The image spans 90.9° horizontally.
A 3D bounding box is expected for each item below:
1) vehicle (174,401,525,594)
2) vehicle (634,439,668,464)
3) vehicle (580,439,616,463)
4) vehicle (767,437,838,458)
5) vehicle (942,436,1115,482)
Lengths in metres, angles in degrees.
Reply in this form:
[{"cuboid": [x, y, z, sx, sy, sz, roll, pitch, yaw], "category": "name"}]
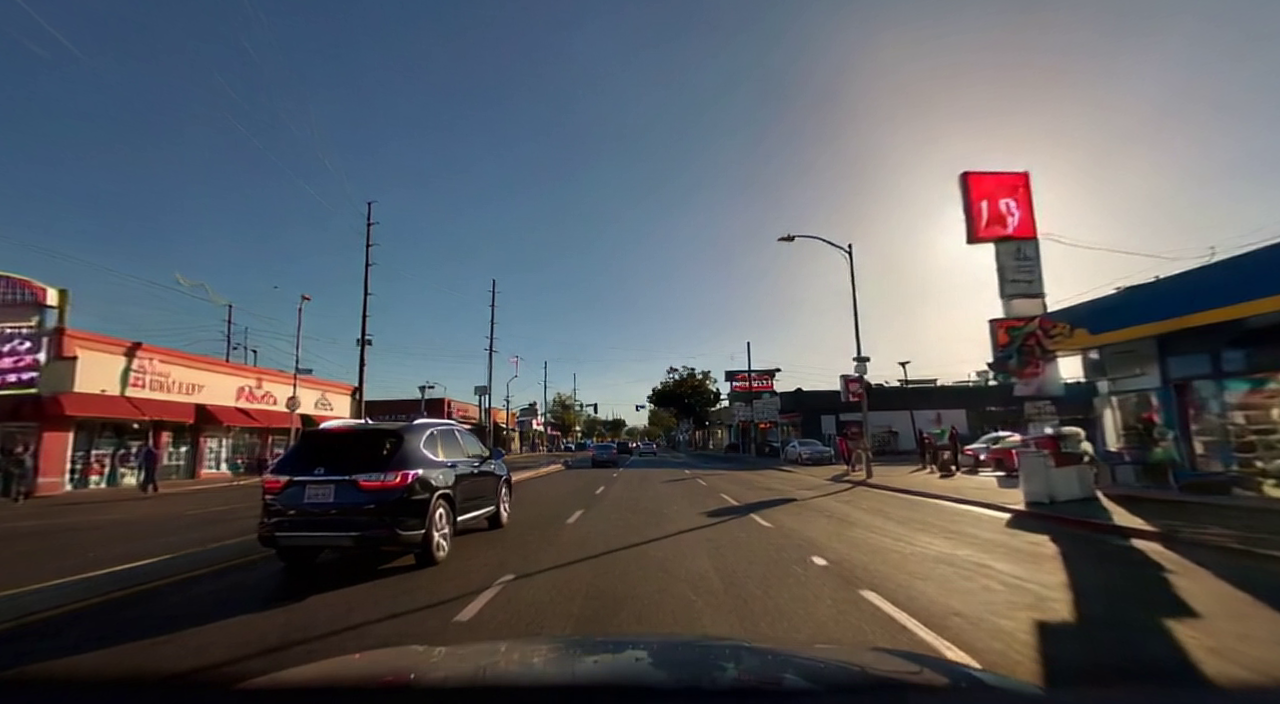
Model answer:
[{"cuboid": [-2.927, 1.588, 7.725, 2.049, 1.646, 4.445, 0, -9, 2], "category": "vehicle"}, {"cuboid": [0.685, 6.144, 39.072, 2.037, 1.484, 4.073, 0, -9, 1], "category": "vehicle"}, {"cuboid": [-2.706, 6.571, 41.868, 1.950, 1.450, 4.257, 0, -9, 2], "category": "vehicle"}, {"cuboid": [12.188, 7.195, 47.445, 4.734, 1.499, 1.888, 0, -9, -1], "category": "vehicle"}, {"cuboid": [13.404, 3.708, 21.955, 4.707, 1.485, 1.948, 0, -9, -1], "category": "vehicle"}]
